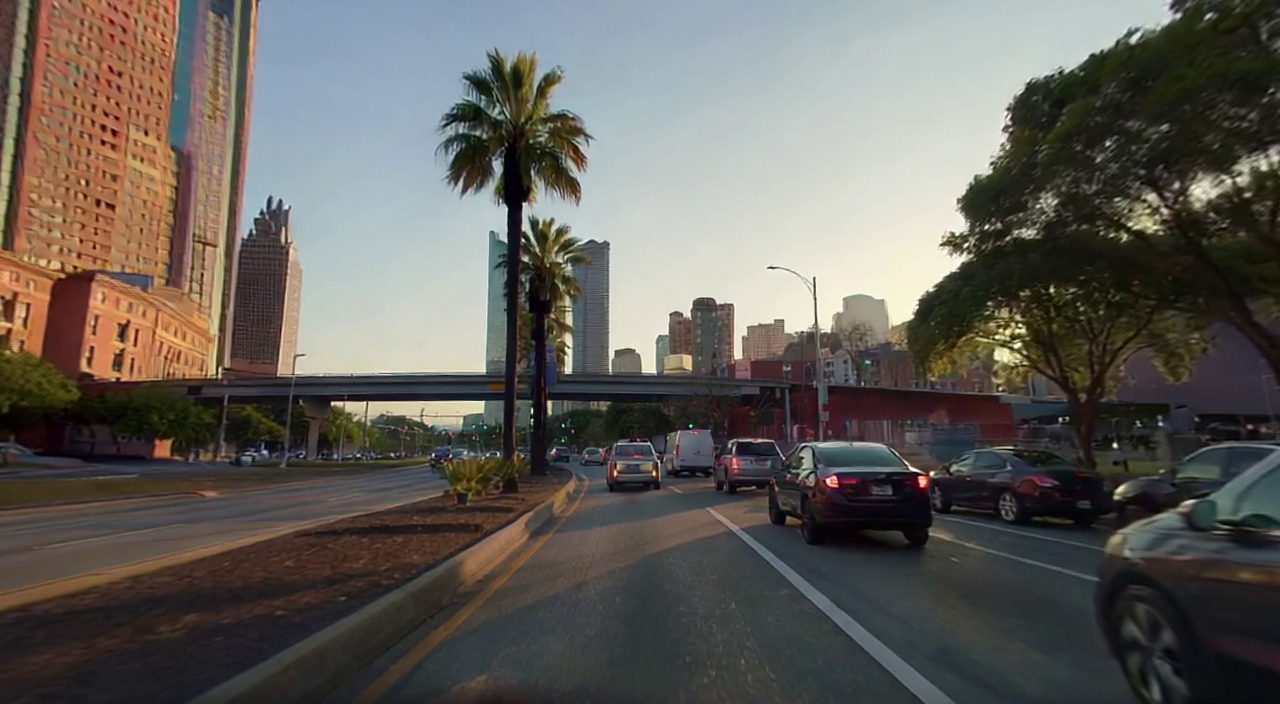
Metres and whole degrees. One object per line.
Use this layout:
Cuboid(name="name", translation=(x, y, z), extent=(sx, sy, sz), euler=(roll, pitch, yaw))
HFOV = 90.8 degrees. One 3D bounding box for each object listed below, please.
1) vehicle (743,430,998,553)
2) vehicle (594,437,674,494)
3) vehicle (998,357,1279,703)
Cuboid(name="vehicle", translation=(3.290, 2.105, 10.312), extent=(2.238, 1.522, 4.627), euler=(0, -9, -3))
Cuboid(name="vehicle", translation=(-0.333, 3.654, 20.742), extent=(2.332, 1.625, 4.933), euler=(0, -9, -4))
Cuboid(name="vehicle", translation=(3.501, 0.780, 1.947), extent=(2.129, 1.649, 4.491), euler=(0, -9, 0))
